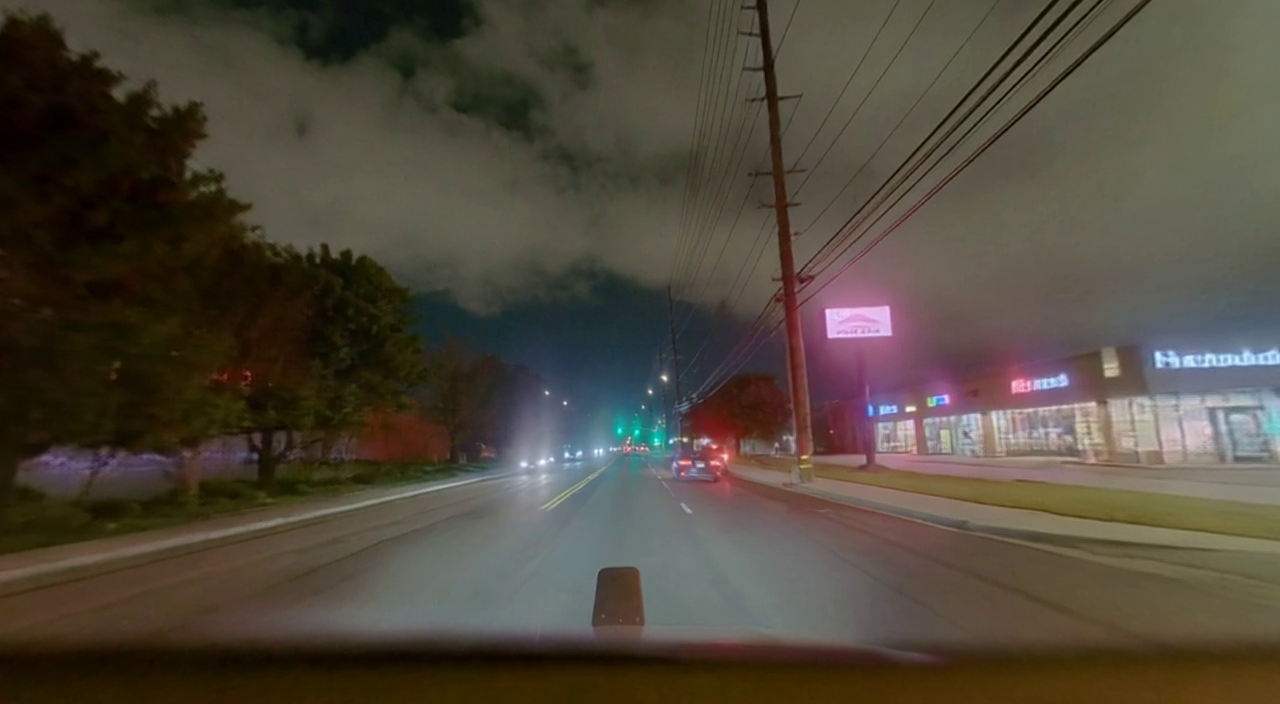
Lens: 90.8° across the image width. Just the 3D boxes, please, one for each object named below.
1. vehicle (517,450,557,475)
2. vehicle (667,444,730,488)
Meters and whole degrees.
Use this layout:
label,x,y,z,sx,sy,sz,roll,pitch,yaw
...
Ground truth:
label,x,y,z,sx,sy,sz,roll,pitch,yaw
vehicle,-6.531,7.029,40.530,1.868,1.466,4.397,0,-9,0
vehicle,2.149,4.316,24.214,1.975,1.497,3.647,0,-9,-2
